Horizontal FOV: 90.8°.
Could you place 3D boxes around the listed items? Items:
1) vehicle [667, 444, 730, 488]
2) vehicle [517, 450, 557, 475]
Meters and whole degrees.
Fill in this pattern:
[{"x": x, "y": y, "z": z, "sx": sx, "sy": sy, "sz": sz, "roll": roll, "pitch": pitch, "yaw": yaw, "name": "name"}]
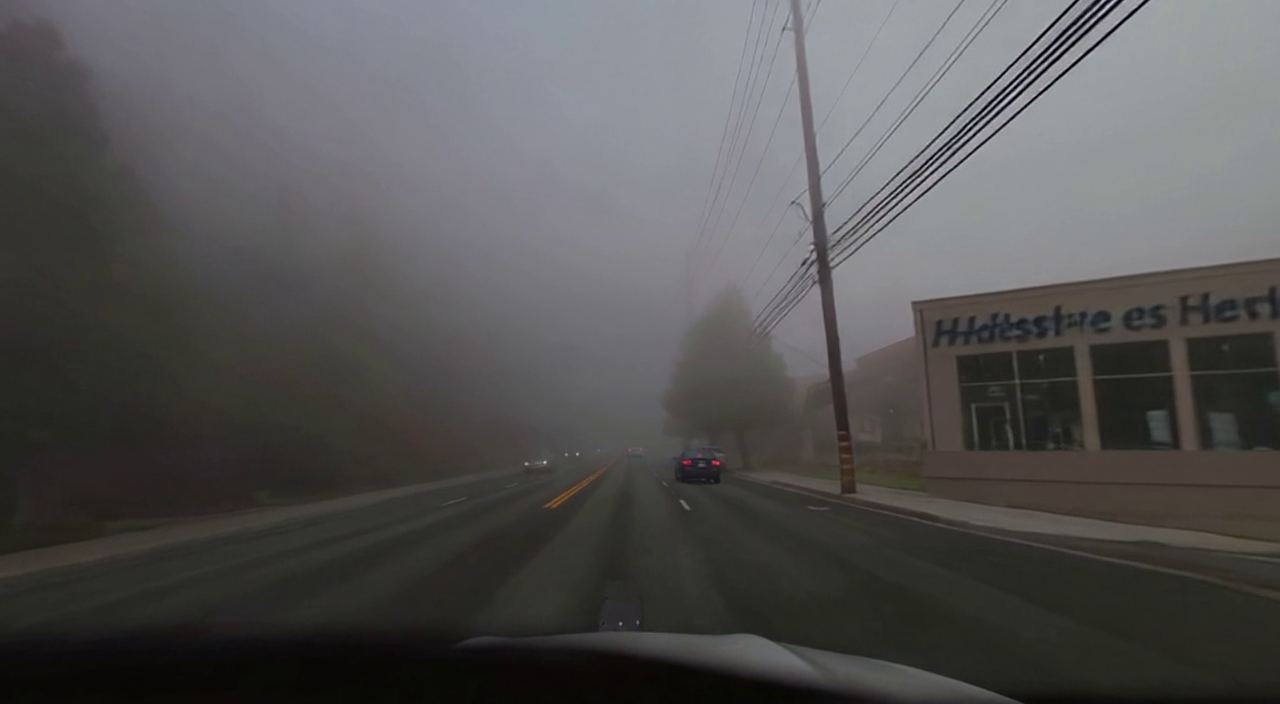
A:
[{"x": 2.149, "y": 4.316, "z": 24.214, "sx": 1.975, "sy": 1.497, "sz": 3.647, "roll": 0, "pitch": -9, "yaw": -2, "name": "vehicle"}, {"x": -6.531, "y": 7.029, "z": 40.530, "sx": 1.868, "sy": 1.466, "sz": 4.397, "roll": 0, "pitch": -9, "yaw": 0, "name": "vehicle"}]
